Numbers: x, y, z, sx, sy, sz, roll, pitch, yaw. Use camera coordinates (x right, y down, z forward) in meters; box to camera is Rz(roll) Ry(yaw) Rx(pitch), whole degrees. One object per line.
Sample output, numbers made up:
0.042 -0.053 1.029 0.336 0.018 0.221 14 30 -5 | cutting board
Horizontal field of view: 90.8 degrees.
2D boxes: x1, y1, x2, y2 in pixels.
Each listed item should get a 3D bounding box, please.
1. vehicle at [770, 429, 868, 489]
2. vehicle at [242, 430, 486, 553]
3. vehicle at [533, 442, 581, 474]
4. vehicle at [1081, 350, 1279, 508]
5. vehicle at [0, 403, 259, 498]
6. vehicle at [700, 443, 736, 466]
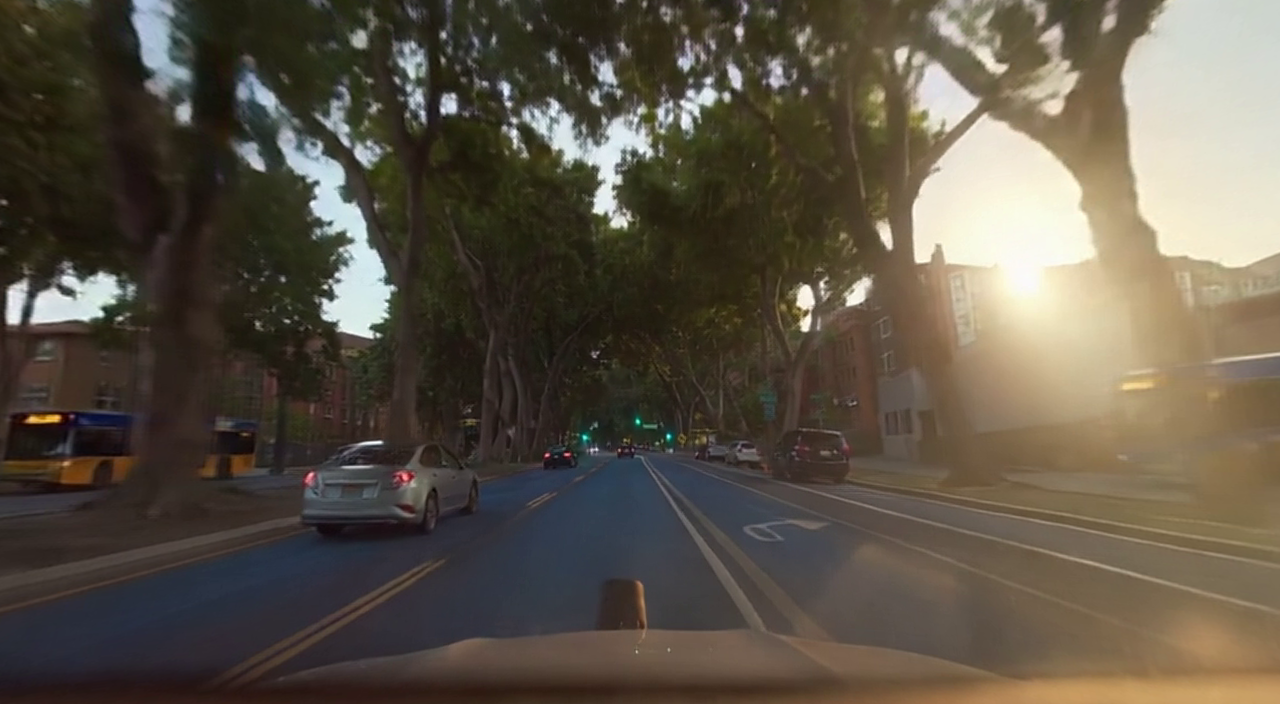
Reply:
5.939 3.583 21.522 1.945 1.829 4.305 0 -8 -2 | vehicle
-4.038 2.089 10.261 1.995 1.524 4.438 0 -8 -1 | vehicle
-4.265 5.524 33.228 1.934 1.522 4.287 0 -8 0 | vehicle
14.883 1.393 14.047 7.722 2.908 3.067 -5 -7 -3 | vehicle
-22.262 4.344 28.492 3.231 3.391 10.828 0 -8 1 | vehicle
5.564 7.368 45.583 1.886 1.530 4.636 0 -8 -2 | vehicle
